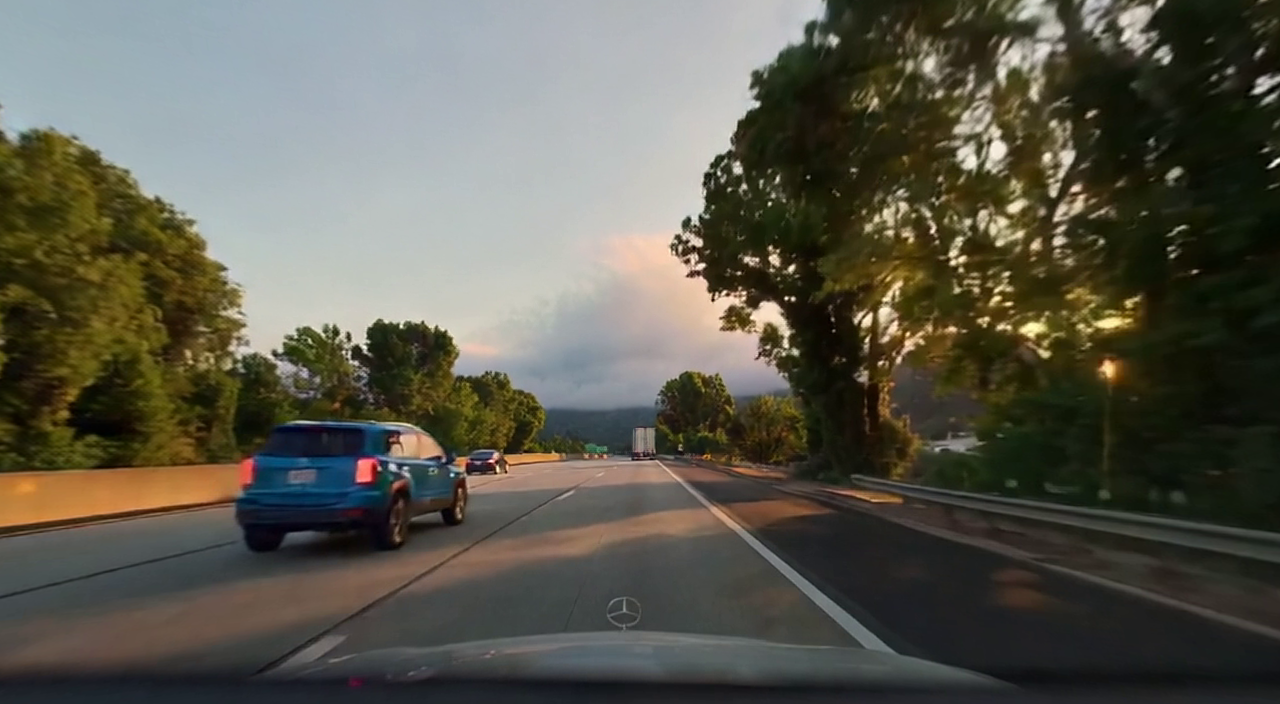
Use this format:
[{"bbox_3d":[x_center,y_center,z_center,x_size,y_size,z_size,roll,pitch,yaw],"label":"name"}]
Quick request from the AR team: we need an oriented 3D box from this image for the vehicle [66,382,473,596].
[{"bbox_3d":[-4.011,1.624,8.306,2.124,1.888,5.226,-1,-9,1],"label":"vehicle"}]

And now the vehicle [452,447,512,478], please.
[{"bbox_3d":[-8.020,5.652,32.418,1.877,1.433,4.266,-1,-9,1],"label":"vehicle"}]
